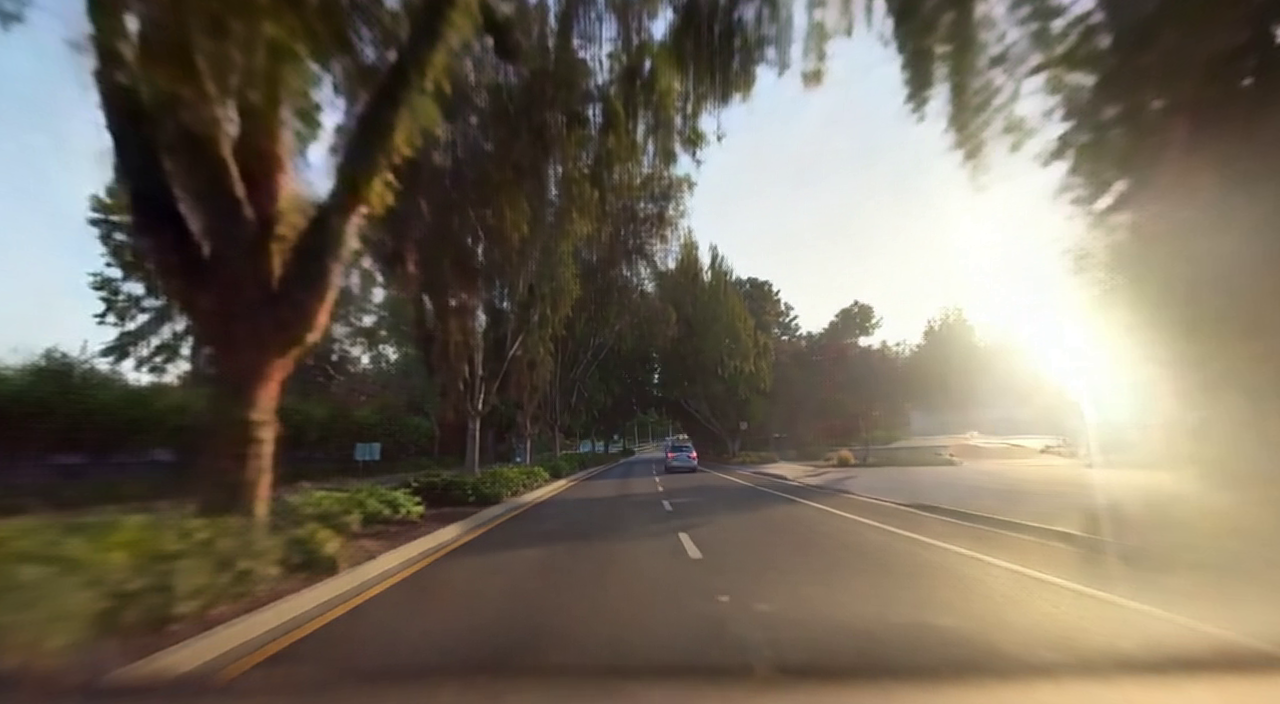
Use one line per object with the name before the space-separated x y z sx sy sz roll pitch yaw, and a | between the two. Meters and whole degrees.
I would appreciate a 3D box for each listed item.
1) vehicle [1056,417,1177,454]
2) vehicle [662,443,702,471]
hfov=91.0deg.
vehicle | 28.180 4.973 37.349 5.465 2.116 2.004 0 -8 0
vehicle | 2.431 6.183 37.372 2.044 1.537 4.528 0 -8 0
